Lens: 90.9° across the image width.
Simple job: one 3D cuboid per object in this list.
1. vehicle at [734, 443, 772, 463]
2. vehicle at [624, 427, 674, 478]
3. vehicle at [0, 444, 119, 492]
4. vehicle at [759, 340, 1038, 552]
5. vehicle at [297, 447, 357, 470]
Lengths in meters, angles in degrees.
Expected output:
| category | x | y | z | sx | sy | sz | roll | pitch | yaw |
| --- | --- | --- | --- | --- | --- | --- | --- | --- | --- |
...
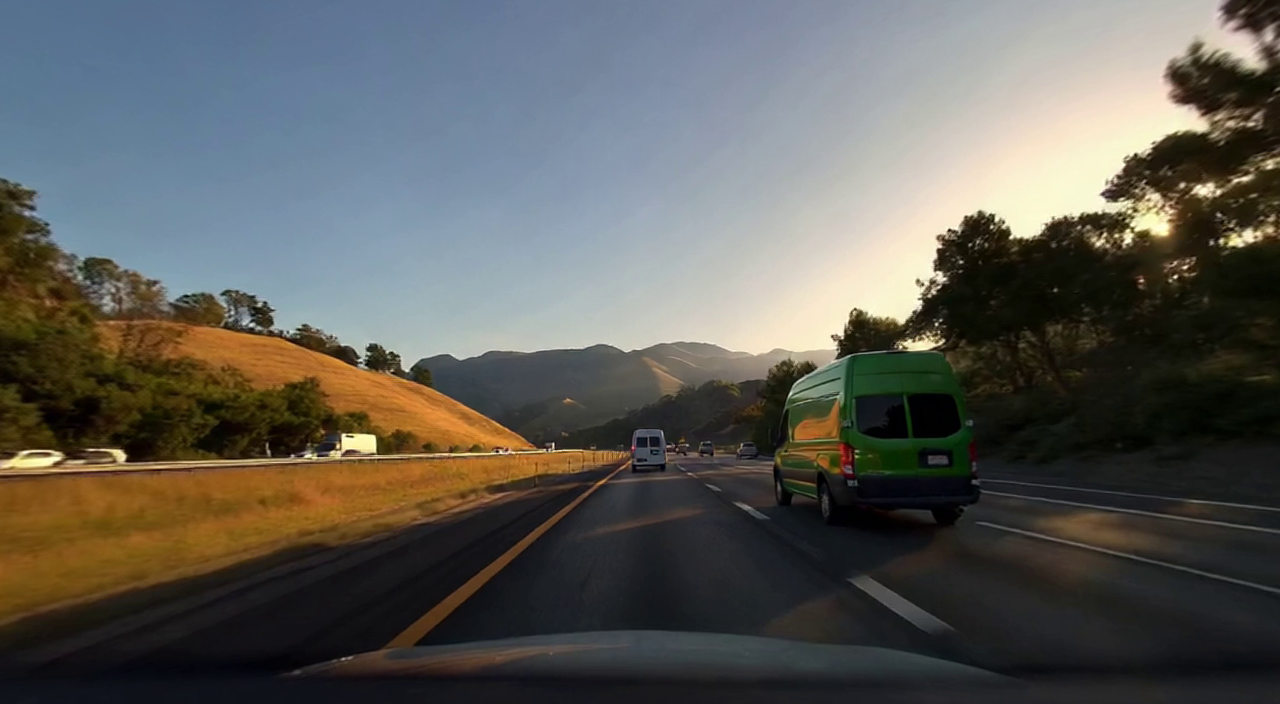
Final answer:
| category | x | y | z | sx | sy | sz | roll | pitch | yaw |
| --- | --- | --- | --- | --- | --- | --- | --- | --- | --- |
| vehicle | 8.556 | 7.689 | 48.096 | 1.970 | 1.452 | 4.419 | 0 | -8 | -1 |
| vehicle | 0.382 | 4.586 | 28.883 | 2.131 | 2.122 | 4.473 | 0 | -8 | 0 |
| vehicle | -24.341 | 4.630 | 25.636 | 2.029 | 1.763 | 4.915 | 0 | -8 | 2 |
| vehicle | 3.833 | 1.625 | 11.124 | 2.302 | 2.670 | 6.176 | 0 | -8 | 0 |
| vehicle | -24.365 | 8.281 | 49.313 | 2.041 | 1.704 | 4.905 | 0 | -8 | 1 |
